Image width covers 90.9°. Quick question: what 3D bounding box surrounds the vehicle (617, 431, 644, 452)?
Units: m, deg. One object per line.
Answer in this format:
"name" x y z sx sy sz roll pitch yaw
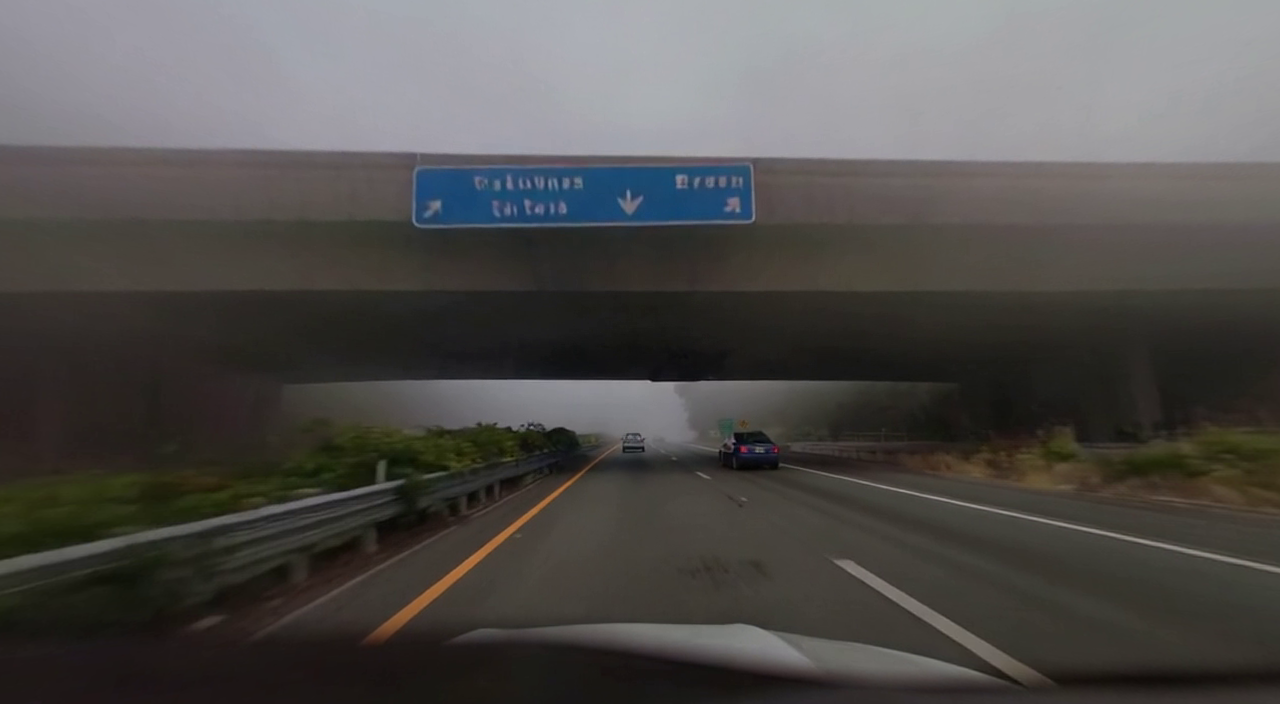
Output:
"vehicle" -0.731 6.926 48.885 1.998 1.492 3.878 0 -8 0

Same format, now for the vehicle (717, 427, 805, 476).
"vehicle" 4.037 3.384 21.758 2.010 1.526 4.438 0 -8 -2
